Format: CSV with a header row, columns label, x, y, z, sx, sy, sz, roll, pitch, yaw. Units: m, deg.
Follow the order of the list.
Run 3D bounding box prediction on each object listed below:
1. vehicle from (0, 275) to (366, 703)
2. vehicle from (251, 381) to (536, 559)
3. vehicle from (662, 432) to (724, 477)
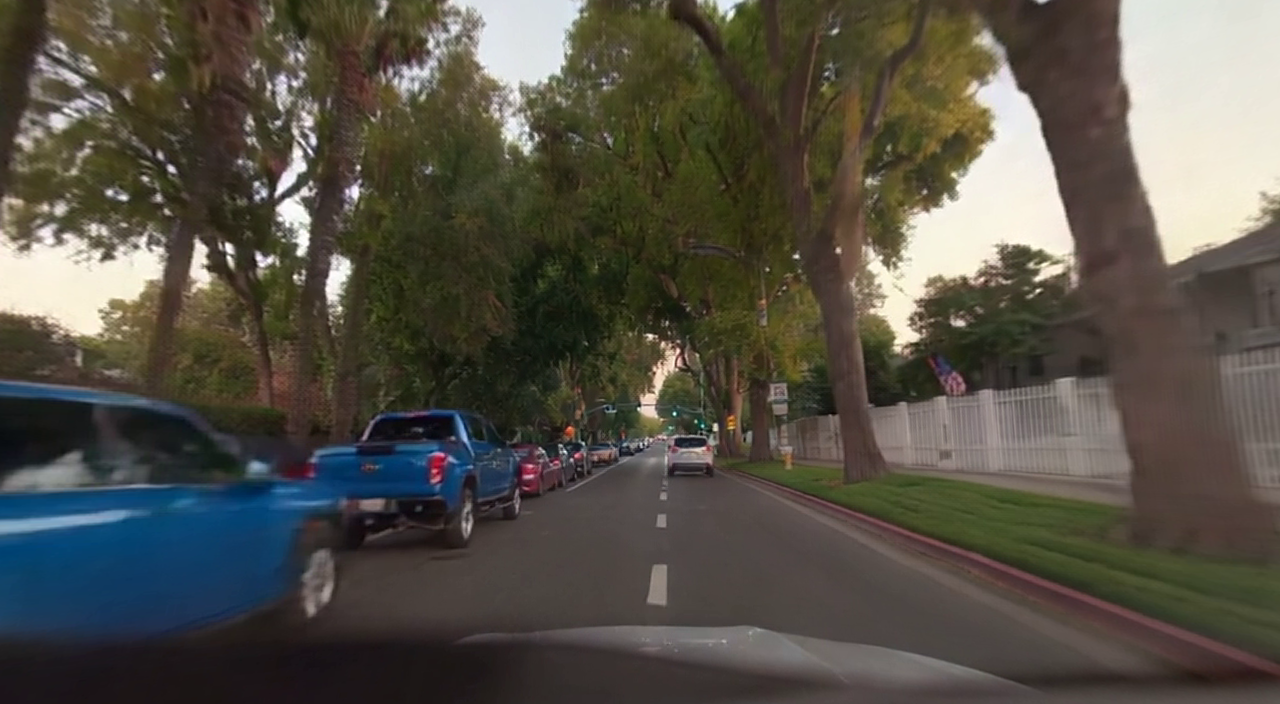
label,x,y,z,sx,sy,sz,roll,pitch,yaw
vehicle,-3.487,0.764,2.752,2.404,1.900,4.770,0,-9,0
vehicle,-3.302,1.758,10.041,2.405,2.058,5.193,0,-9,0
vehicle,2.068,4.207,26.153,2.258,1.682,4.635,0,-9,1
